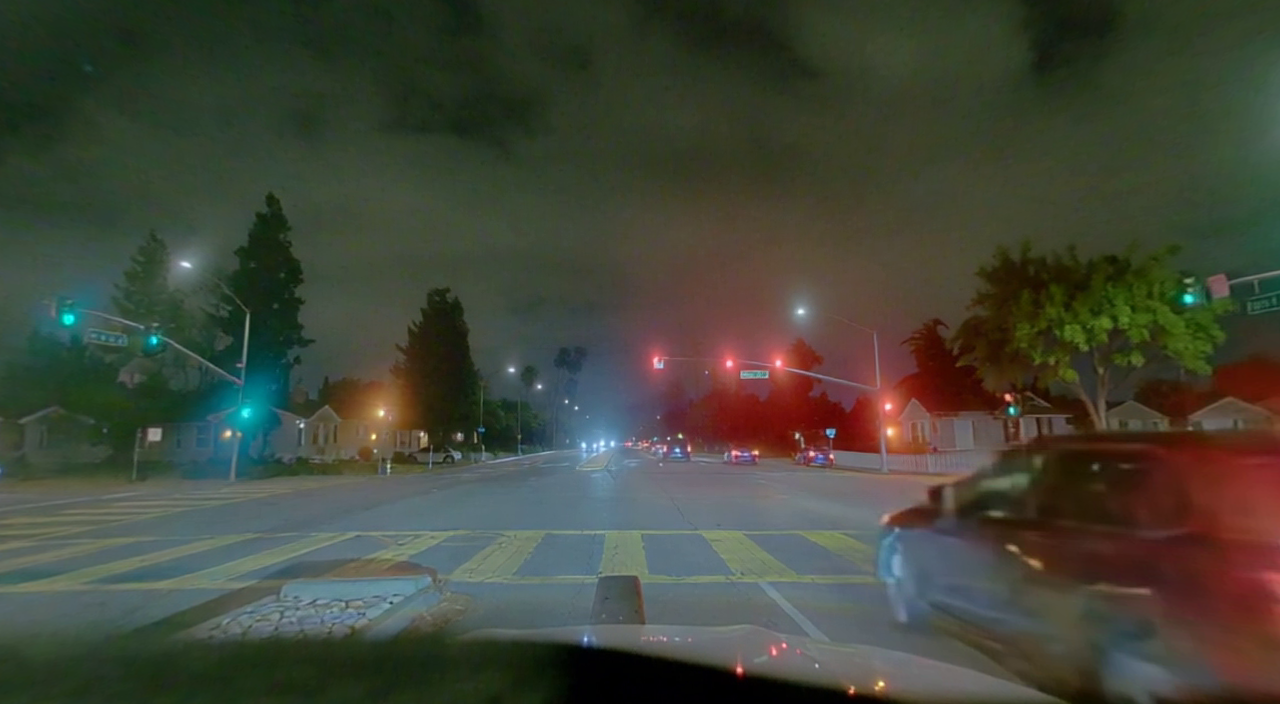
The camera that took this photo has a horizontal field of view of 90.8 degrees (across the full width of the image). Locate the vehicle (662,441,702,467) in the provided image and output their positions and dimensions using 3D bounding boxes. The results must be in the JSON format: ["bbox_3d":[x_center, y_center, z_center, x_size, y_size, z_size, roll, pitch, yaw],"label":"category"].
[{"bbox_3d":[2.499,6.269,38.963,2.079,1.473,4.748,0,-9,-1],"label":"vehicle"}]

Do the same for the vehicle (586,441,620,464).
[{"bbox_3d":[-2.417,6.711,42.277,2.045,1.484,3.991,0,-9,0],"label":"vehicle"}]

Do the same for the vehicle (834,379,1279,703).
[{"bbox_3d":[2.977,1.091,3.560,2.142,1.506,4.948,0,-9,-1],"label":"vehicle"}]

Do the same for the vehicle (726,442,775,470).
[{"bbox_3d":[6.240,5.933,36.177,1.908,1.450,4.564,0,-9,-1],"label":"vehicle"}]
